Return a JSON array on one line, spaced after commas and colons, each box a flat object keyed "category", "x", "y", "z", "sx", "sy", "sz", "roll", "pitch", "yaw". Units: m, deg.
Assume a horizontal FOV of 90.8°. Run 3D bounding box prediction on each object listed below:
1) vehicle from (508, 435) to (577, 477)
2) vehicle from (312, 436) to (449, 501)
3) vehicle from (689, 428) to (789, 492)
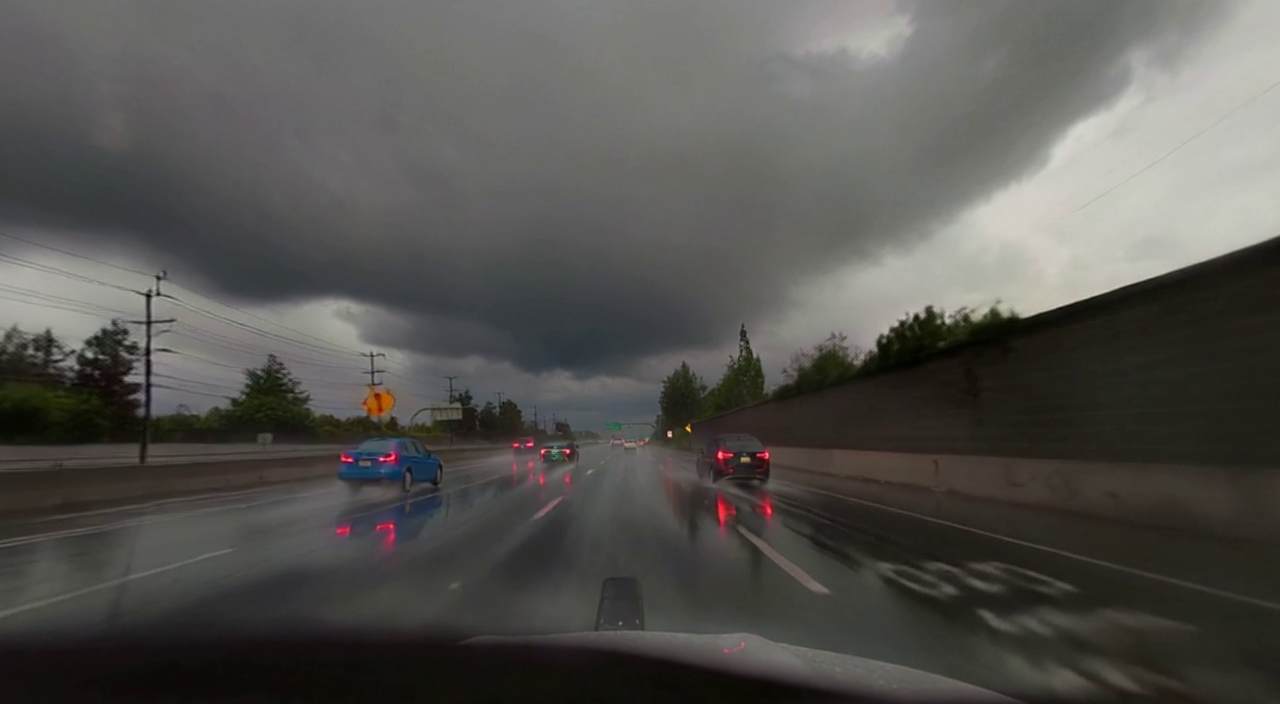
[{"category": "vehicle", "x": -3.746, "y": 4.107, "z": 25.148, "sx": 2.066, "sy": 1.488, "sz": 4.377, "roll": 0, "pitch": -8, "yaw": 0}, {"category": "vehicle", "x": -6.587, "y": 2.979, "z": 16.615, "sx": 1.903, "sy": 1.482, "sz": 4.180, "roll": 0, "pitch": -8, "yaw": -1}, {"category": "vehicle", "x": 2.774, "y": 3.159, "z": 18.855, "sx": 2.100, "sy": 1.659, "sz": 4.387, "roll": 0, "pitch": -8, "yaw": -3}]
